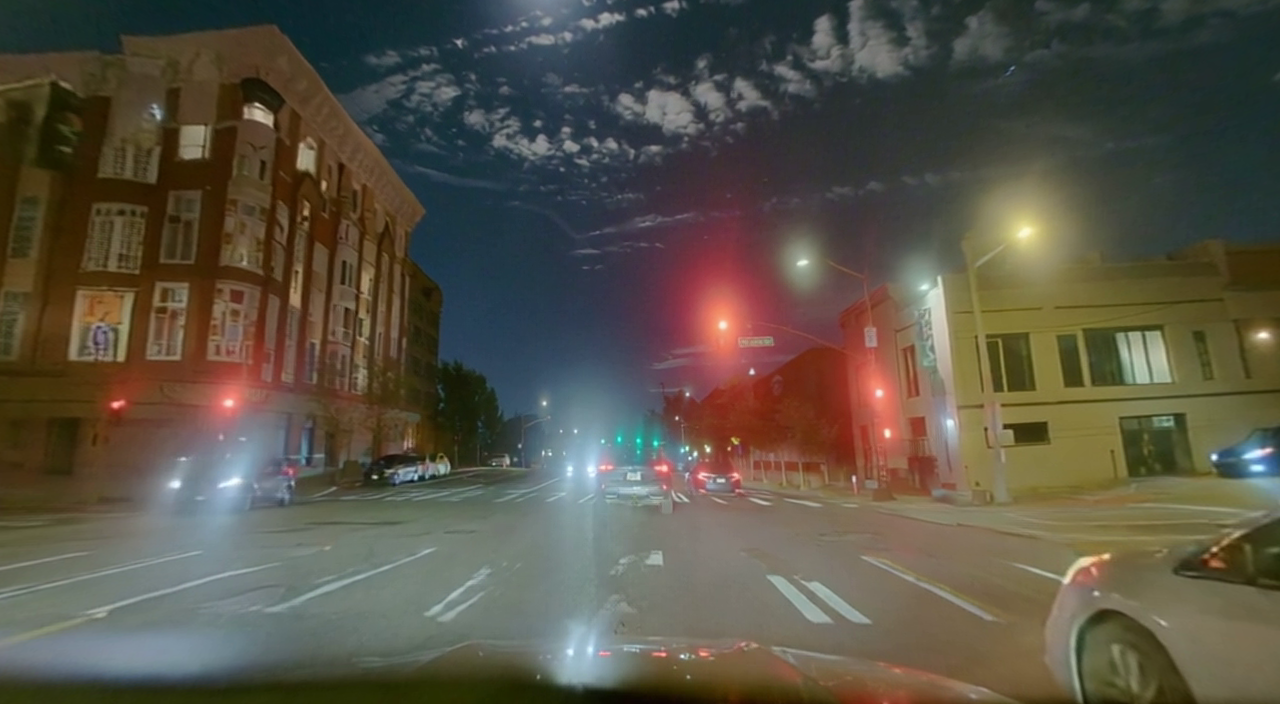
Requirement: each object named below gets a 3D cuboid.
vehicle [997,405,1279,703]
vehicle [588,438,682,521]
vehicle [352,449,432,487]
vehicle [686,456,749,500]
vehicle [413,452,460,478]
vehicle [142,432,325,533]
[{"bbox_3d":[3.226,0.838,1.488,2.026,1.499,4.662,0,-8,0],"label":"vehicle"},{"bbox_3d":[-0.168,3.216,16.583,2.105,1.842,4.537,0,-9,-1],"label":"vehicle"},{"bbox_3d":[-14.255,6.669,36.763,2.191,2.011,5.556,0,-8,2],"label":"vehicle"},{"bbox_3d":[2.884,4.799,24.390,1.852,1.462,4.155,0,-9,-1],"label":"vehicle"},{"bbox_3d":[-14.273,7.917,44.594,1.891,1.659,4.360,0,-9,0],"label":"vehicle"},{"bbox_3d":[-8.782,2.671,13.543,4.244,1.812,1.855,-7,-11,38],"label":"vehicle"}]
